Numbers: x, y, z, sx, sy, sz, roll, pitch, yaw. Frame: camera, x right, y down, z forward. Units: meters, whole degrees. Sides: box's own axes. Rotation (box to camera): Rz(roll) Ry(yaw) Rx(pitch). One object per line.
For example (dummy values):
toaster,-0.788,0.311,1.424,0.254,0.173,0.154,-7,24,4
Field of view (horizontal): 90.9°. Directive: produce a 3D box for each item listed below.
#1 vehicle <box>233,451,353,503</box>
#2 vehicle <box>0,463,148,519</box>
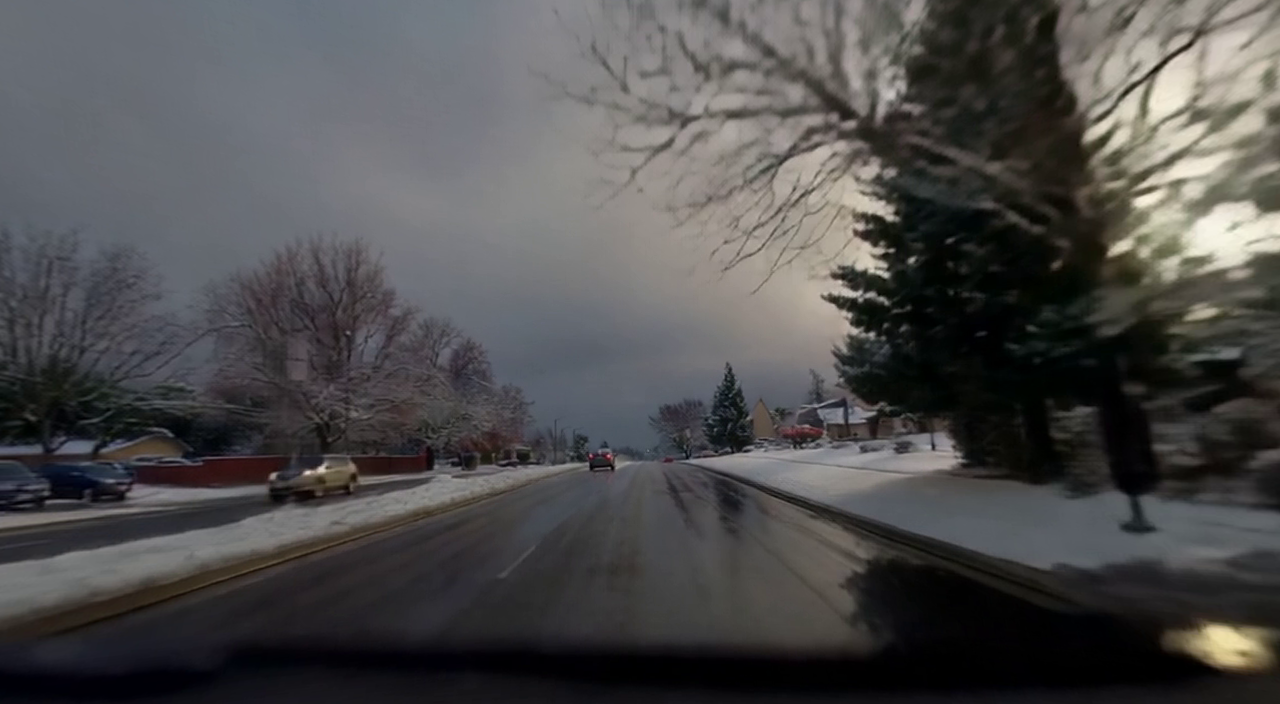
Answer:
vehicle,-13.319,4.780,24.594,2.005,1.739,4.563,0,-8,1
vehicle,-19.527,4.606,21.097,4.553,1.681,1.931,-1,-8,4
